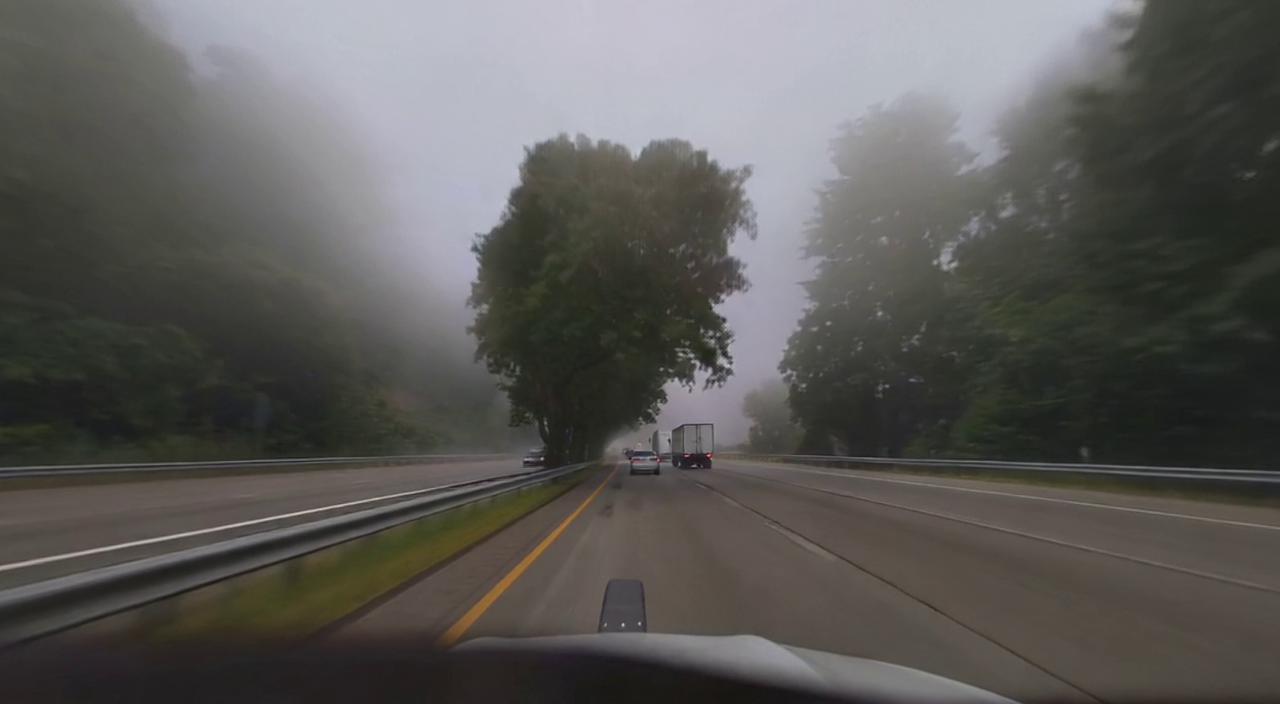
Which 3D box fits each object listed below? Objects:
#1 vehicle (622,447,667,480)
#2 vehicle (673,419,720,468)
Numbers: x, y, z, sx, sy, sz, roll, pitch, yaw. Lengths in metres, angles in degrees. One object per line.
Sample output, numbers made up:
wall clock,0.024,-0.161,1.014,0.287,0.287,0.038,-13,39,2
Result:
vehicle,0.195,5.428,30.941,2.069,1.523,4.012,0,-9,0
vehicle,4.066,6.828,46.909,2.600,3.282,7.635,0,-9,-1
